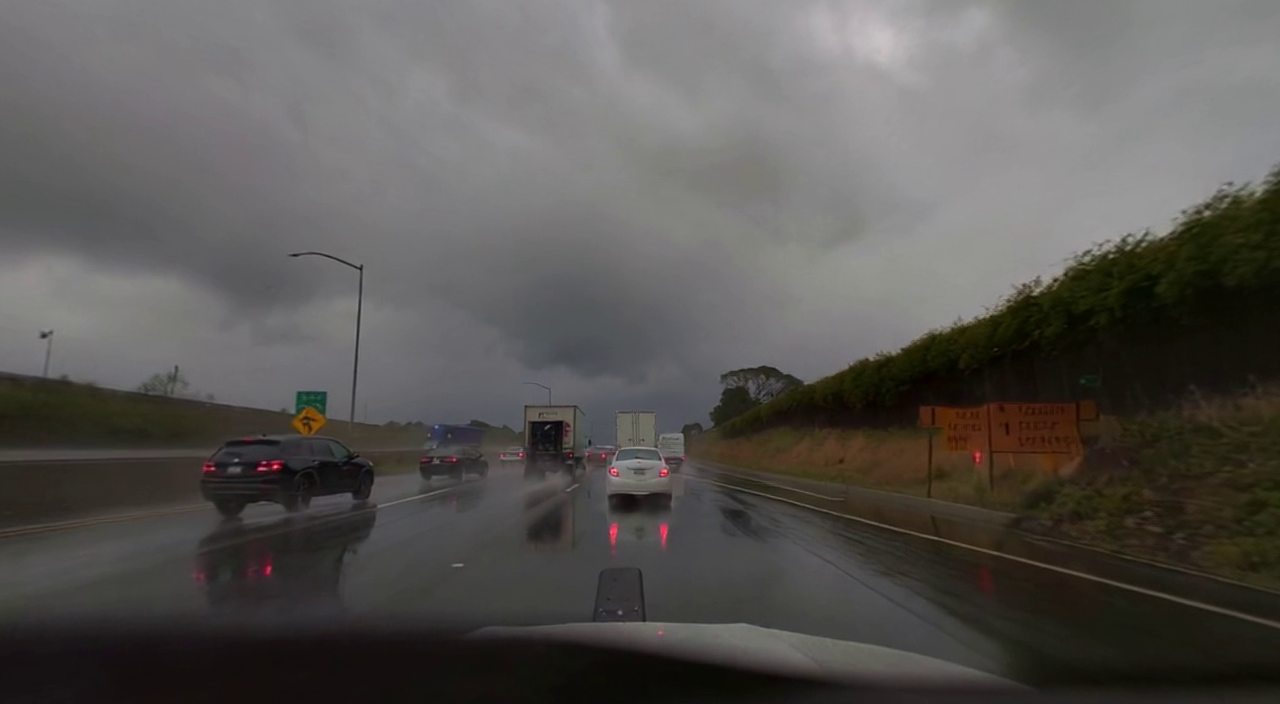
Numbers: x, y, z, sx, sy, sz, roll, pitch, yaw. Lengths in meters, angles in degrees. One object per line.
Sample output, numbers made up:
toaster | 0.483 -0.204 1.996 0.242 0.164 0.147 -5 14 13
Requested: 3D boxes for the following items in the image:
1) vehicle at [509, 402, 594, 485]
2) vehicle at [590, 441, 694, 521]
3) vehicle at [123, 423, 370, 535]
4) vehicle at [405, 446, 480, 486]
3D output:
vehicle | -3.851 4.274 29.363 2.812 3.342 7.248 -1 -9 1
vehicle | 0.013 2.741 13.835 1.995 1.495 3.380 0 -9 -1
vehicle | -7.195 2.355 12.244 1.952 1.746 4.332 0 -9 0
vehicle | -8.118 4.695 26.320 1.880 1.512 3.758 -1 -9 1
